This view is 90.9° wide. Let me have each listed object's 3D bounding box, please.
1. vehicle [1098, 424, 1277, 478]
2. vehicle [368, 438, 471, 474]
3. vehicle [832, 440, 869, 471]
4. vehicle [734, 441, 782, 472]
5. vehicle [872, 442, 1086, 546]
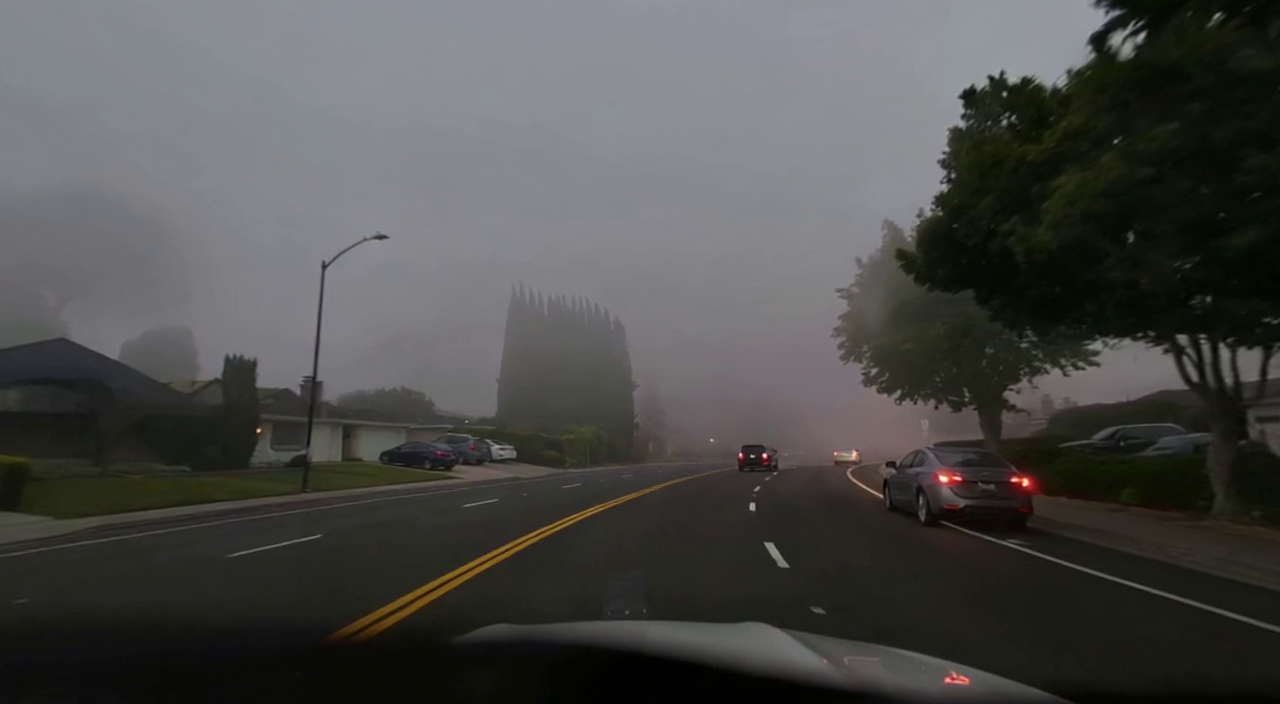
[{"bbox_3d":[17.584,3.200,20.485,3.714,1.601,2.092,-2,-9,13],"label":"vehicle"},{"bbox_3d":[-11.507,5.385,32.950,4.646,1.502,1.874,2,-7,11],"label":"vehicle"},{"bbox_3d":[13.939,6.792,41.654,2.059,1.924,4.257,-3,-9,20],"label":"vehicle"},{"bbox_3d":[7.040,6.115,37.155,2.106,1.667,4.367,-3,-9,19],"label":"vehicle"},{"bbox_3d":[5.808,2.419,11.524,1.934,1.506,4.282,-1,-9,7],"label":"vehicle"}]
